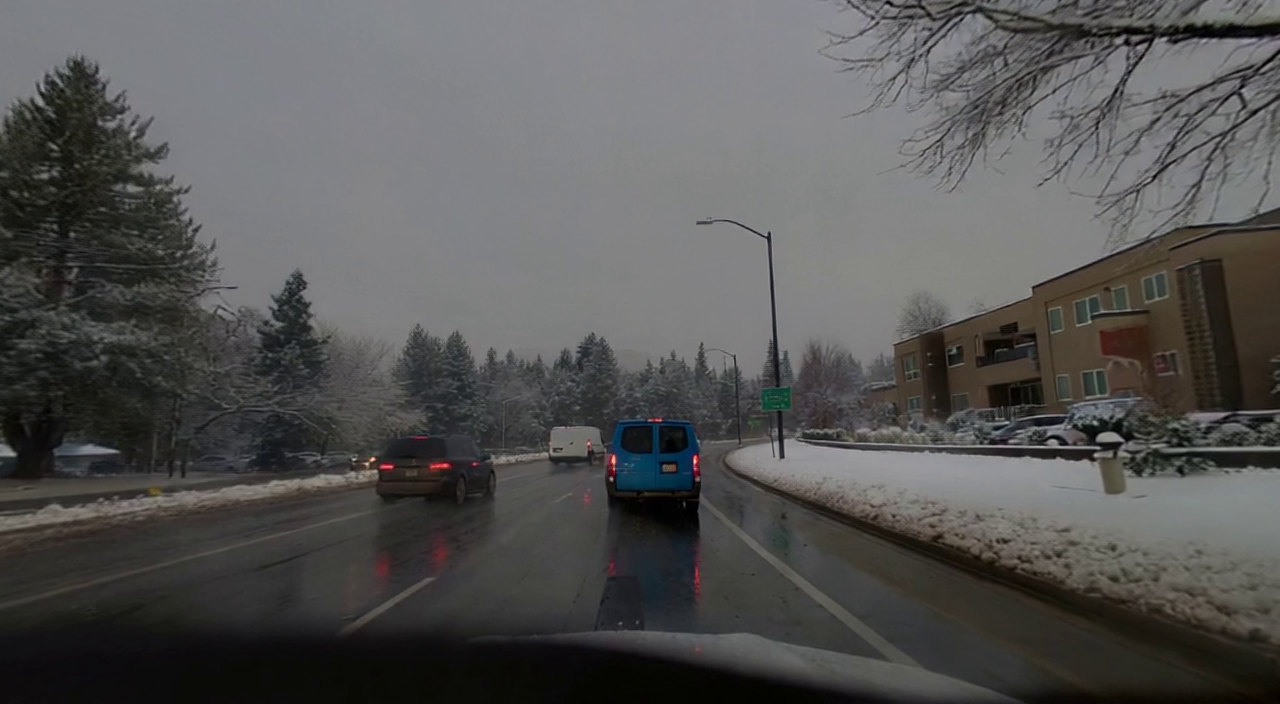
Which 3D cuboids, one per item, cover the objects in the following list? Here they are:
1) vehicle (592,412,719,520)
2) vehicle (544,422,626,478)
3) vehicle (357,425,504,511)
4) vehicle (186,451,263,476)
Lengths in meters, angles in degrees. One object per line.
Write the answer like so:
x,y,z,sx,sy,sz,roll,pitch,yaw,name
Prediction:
0.320,2.274,13.000,2.173,1.830,4.189,0,-9,2,vehicle
-2.172,4.149,26.830,2.486,2.074,5.456,-1,-9,6,vehicle
-4.778,2.719,15.298,2.116,1.714,4.757,0,-9,-3,vehicle
-32.645,8.743,49.870,1.977,1.788,4.978,-2,-9,13,vehicle
